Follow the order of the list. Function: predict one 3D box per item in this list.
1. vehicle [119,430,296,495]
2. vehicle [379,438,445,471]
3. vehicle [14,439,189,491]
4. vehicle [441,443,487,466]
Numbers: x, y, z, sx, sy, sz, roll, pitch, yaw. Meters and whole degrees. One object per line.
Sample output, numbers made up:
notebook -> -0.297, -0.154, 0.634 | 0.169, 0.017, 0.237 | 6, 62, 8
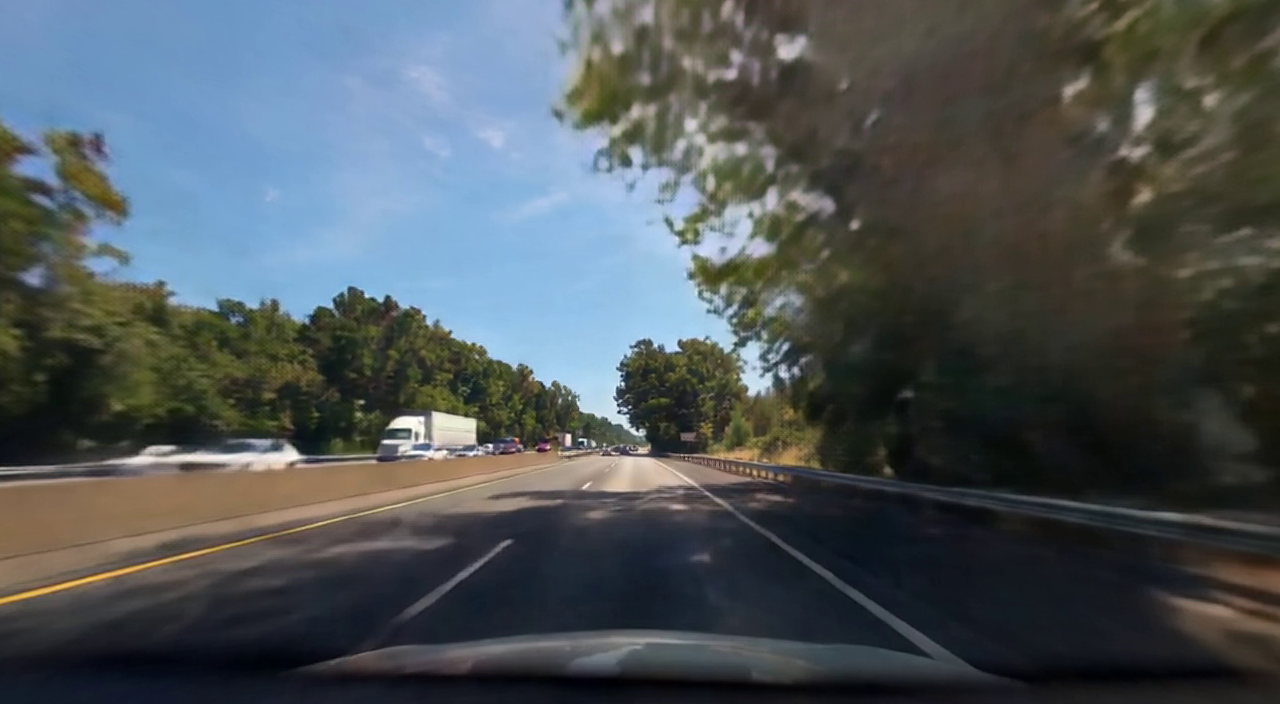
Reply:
vehicle -> -12.738, 3.285, 19.042 | 2.007, 1.684, 4.613 | 0, -9, 0
vehicle -> -12.717, 5.742, 35.442 | 1.932, 1.742, 4.577 | 0, -9, 1
vehicle -> -17.068, 3.583, 20.308 | 1.955, 1.476, 4.119 | 0, -9, 0
vehicle -> -12.456, 7.305, 44.910 | 1.995, 1.557, 4.654 | 0, -9, 0
